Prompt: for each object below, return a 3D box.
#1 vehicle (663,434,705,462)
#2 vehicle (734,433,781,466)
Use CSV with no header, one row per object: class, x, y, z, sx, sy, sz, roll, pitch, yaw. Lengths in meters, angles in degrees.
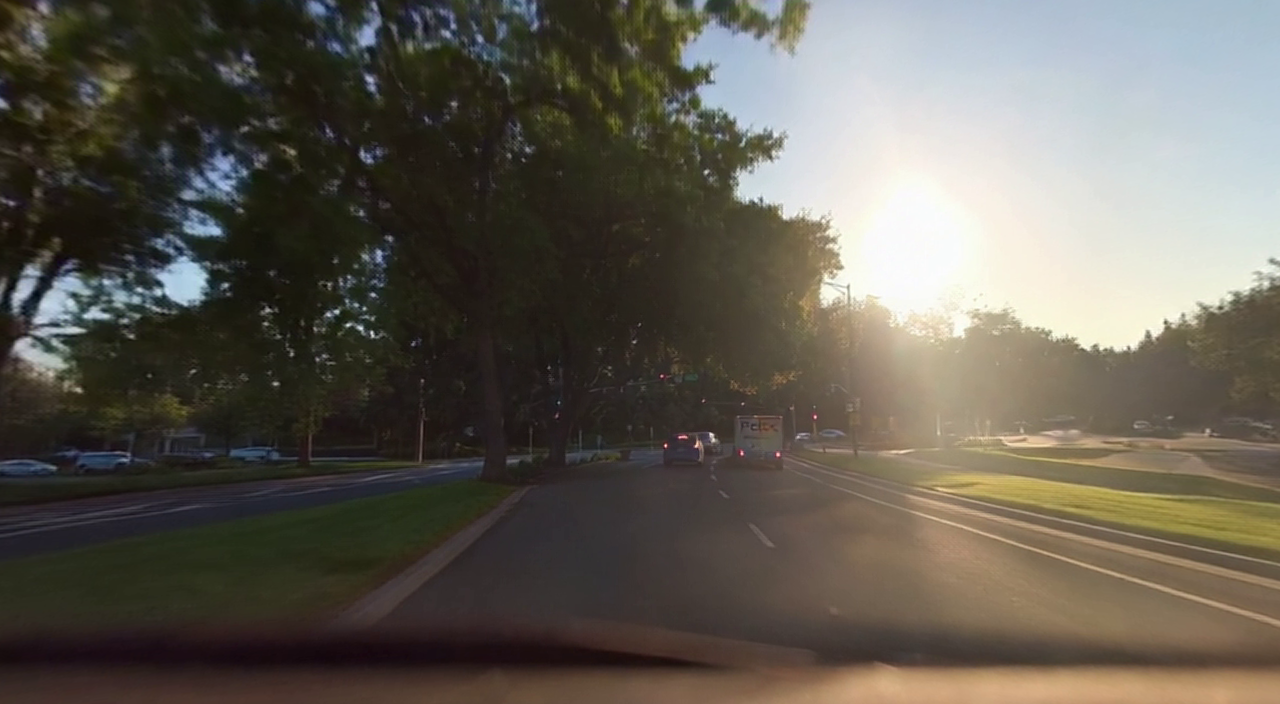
vehicle,2.506,5.339,35.140,2.066,1.482,4.273,-1,-8,8
vehicle,5.777,4.844,31.518,1.989,1.497,4.436,-1,-8,6
